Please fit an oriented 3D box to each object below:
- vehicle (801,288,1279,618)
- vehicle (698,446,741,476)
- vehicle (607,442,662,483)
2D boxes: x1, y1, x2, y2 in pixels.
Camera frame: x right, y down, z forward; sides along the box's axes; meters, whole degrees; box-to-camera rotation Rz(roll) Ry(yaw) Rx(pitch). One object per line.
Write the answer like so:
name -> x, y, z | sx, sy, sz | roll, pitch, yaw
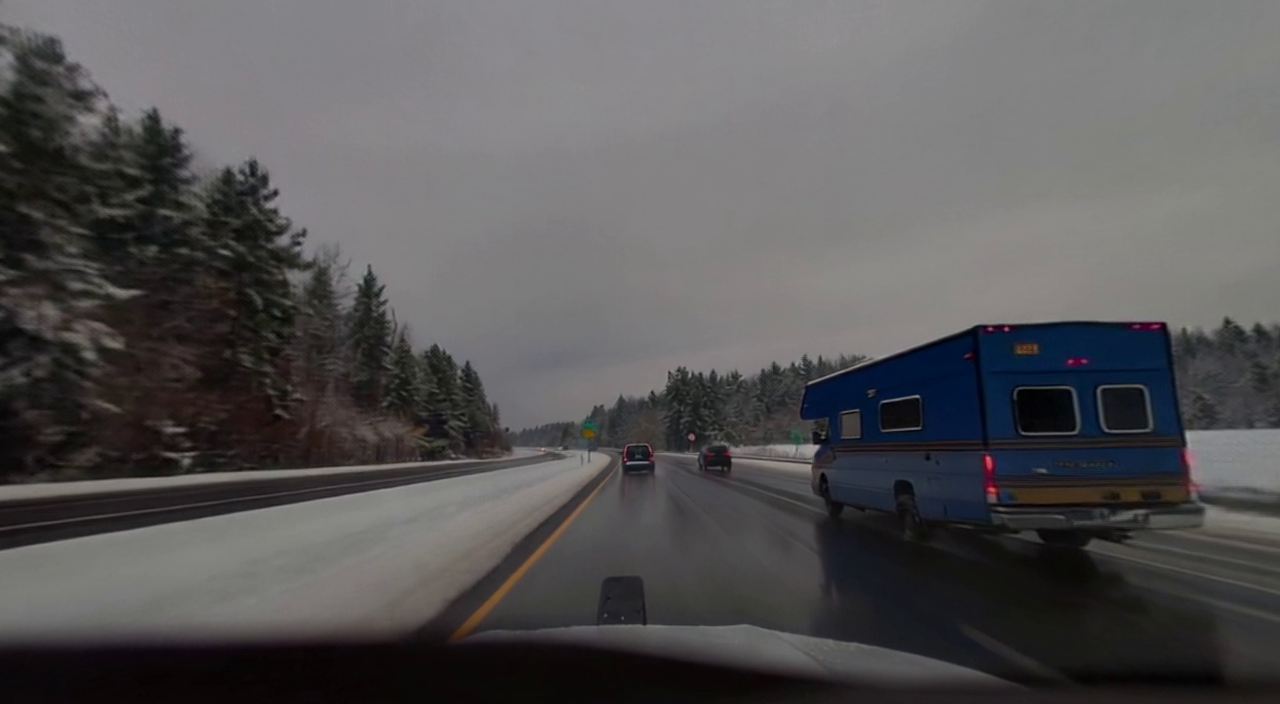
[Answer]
vehicle -> 4.631, 1.386, 8.999 | 2.745, 2.832, 7.035 | 1, -9, 0
vehicle -> 4.127, 5.736, 33.340 | 1.757, 1.459, 3.398 | 0, -9, -1
vehicle -> -0.237, 4.648, 26.711 | 2.120, 1.575, 4.018 | 0, -9, -1
